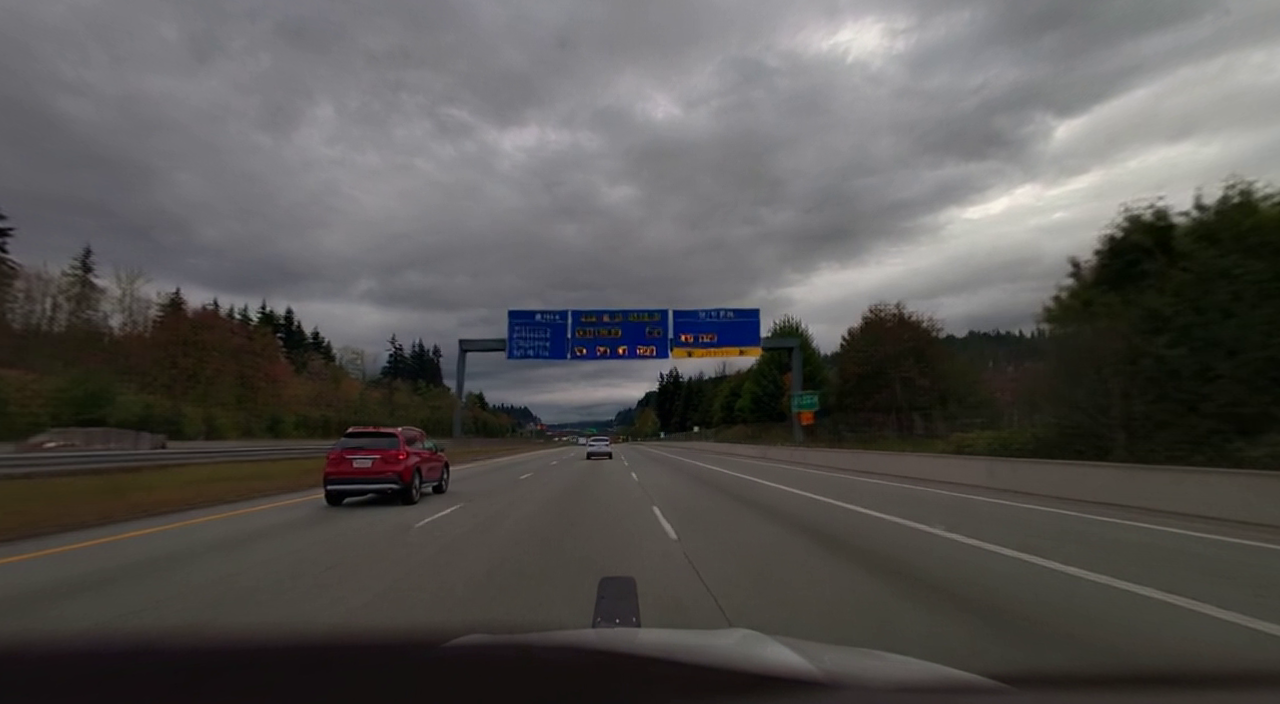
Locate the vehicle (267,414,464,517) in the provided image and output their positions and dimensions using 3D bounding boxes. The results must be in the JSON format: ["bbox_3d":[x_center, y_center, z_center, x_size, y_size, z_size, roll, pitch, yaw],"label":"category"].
[{"bbox_3d":[-5.211,2.200,12.787,2.111,1.689,4.505,0,-8,-2],"label":"vehicle"}]

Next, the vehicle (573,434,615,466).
[{"bbox_3d":[-2.281,4.990,32.284,2.010,1.534,4.013,0,-8,-2],"label":"vehicle"}]
